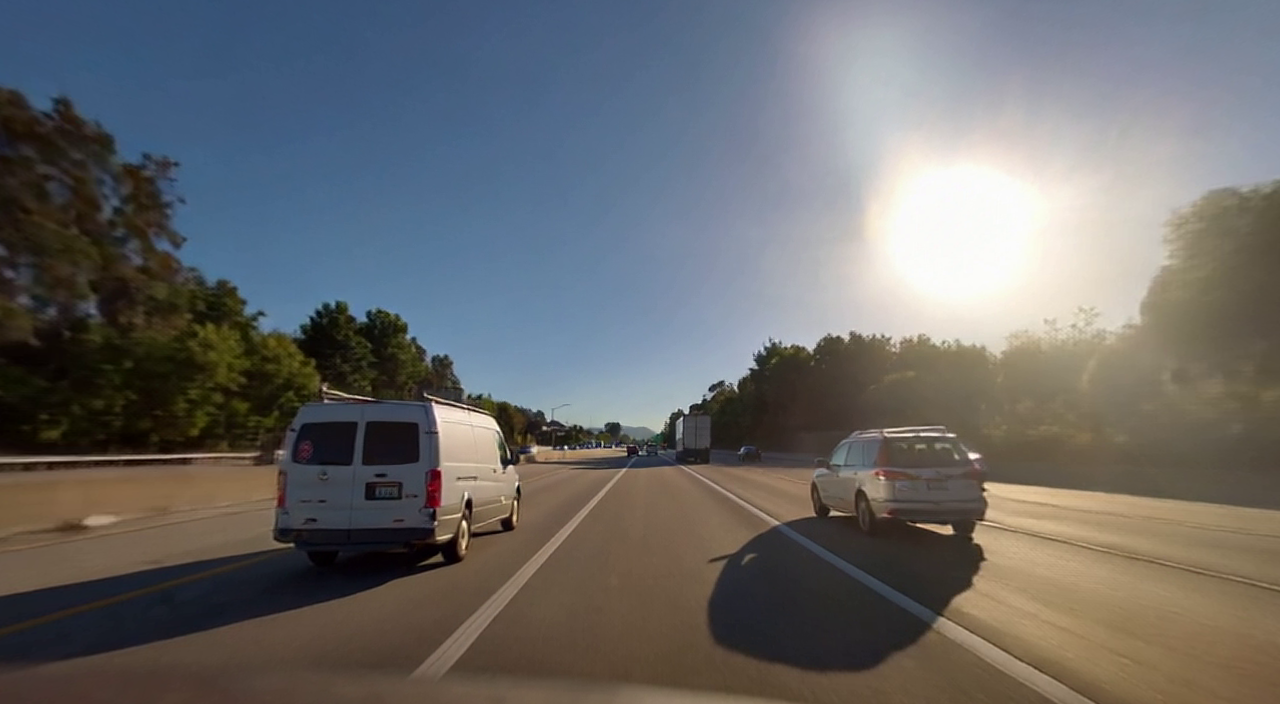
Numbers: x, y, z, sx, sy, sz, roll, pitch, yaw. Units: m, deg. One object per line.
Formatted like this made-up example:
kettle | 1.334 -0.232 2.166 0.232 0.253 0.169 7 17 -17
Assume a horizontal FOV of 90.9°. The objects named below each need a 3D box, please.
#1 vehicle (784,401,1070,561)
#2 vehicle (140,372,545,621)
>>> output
vehicle | 3.937 1.871 9.876 2.209 1.862 4.717 0 -8 -1
vehicle | -2.725 1.509 7.642 2.159 1.922 5.345 0 -8 2
